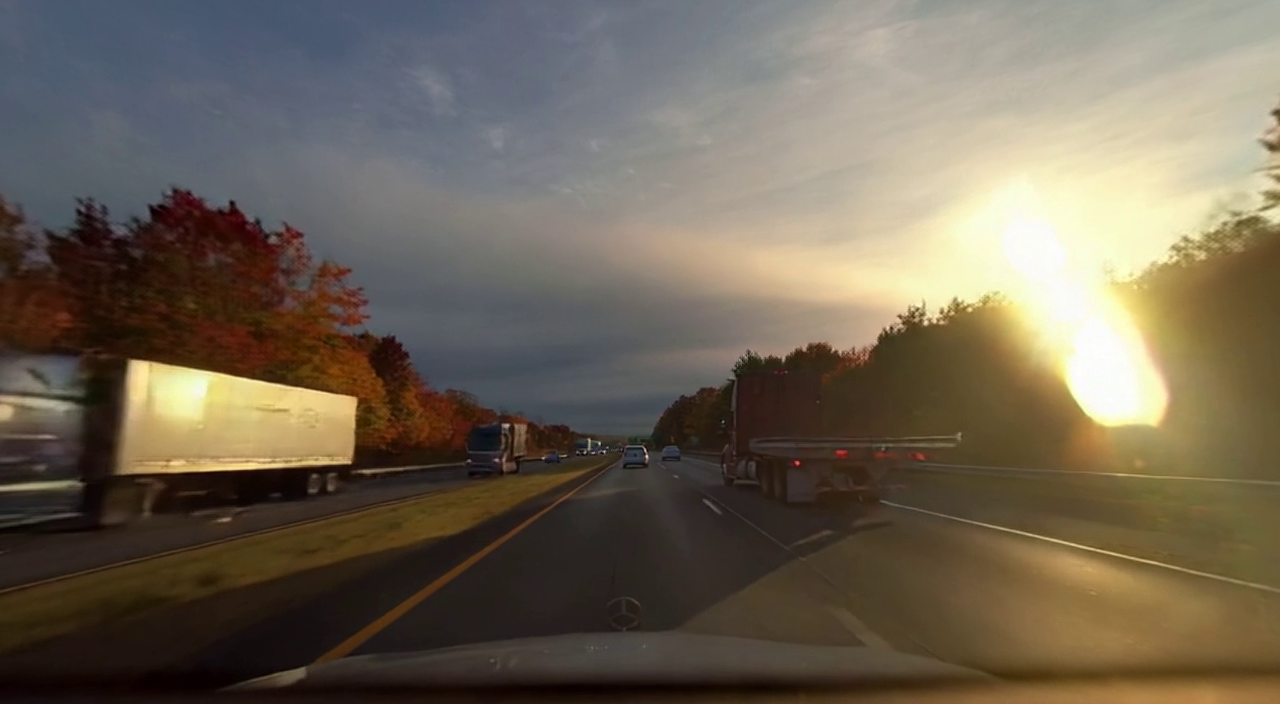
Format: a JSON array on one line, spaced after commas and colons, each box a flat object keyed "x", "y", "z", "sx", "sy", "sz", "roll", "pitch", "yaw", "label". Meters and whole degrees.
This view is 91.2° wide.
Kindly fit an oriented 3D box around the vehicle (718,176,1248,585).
[{"x": 4.131, "y": 1.214, "z": 13.018, "sx": 3.068, "sy": 4.042, "sz": 13.787, "roll": 0, "pitch": -9, "yaw": -1, "label": "vehicle"}]

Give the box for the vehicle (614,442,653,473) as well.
[{"x": -0.413, "y": 6.170, "z": 36.901, "sx": 2.151, "sy": 1.693, "sz": 4.201, "roll": 0, "pitch": -9, "yaw": -1, "label": "vehicle"}]

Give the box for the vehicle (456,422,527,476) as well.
[{"x": -9.383, "y": 6.276, "z": 40.468, "sx": 2.775, "sy": 3.102, "sz": 7.295, "roll": -1, "pitch": -9, "yaw": 0, "label": "vehicle"}]

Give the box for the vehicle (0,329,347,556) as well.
[{"x": -13.293, "y": 2.684, "z": 18.248, "sx": 2.954, "sy": 4.145, "sz": 13.980, "roll": 0, "pitch": -9, "yaw": -1, "label": "vehicle"}]
